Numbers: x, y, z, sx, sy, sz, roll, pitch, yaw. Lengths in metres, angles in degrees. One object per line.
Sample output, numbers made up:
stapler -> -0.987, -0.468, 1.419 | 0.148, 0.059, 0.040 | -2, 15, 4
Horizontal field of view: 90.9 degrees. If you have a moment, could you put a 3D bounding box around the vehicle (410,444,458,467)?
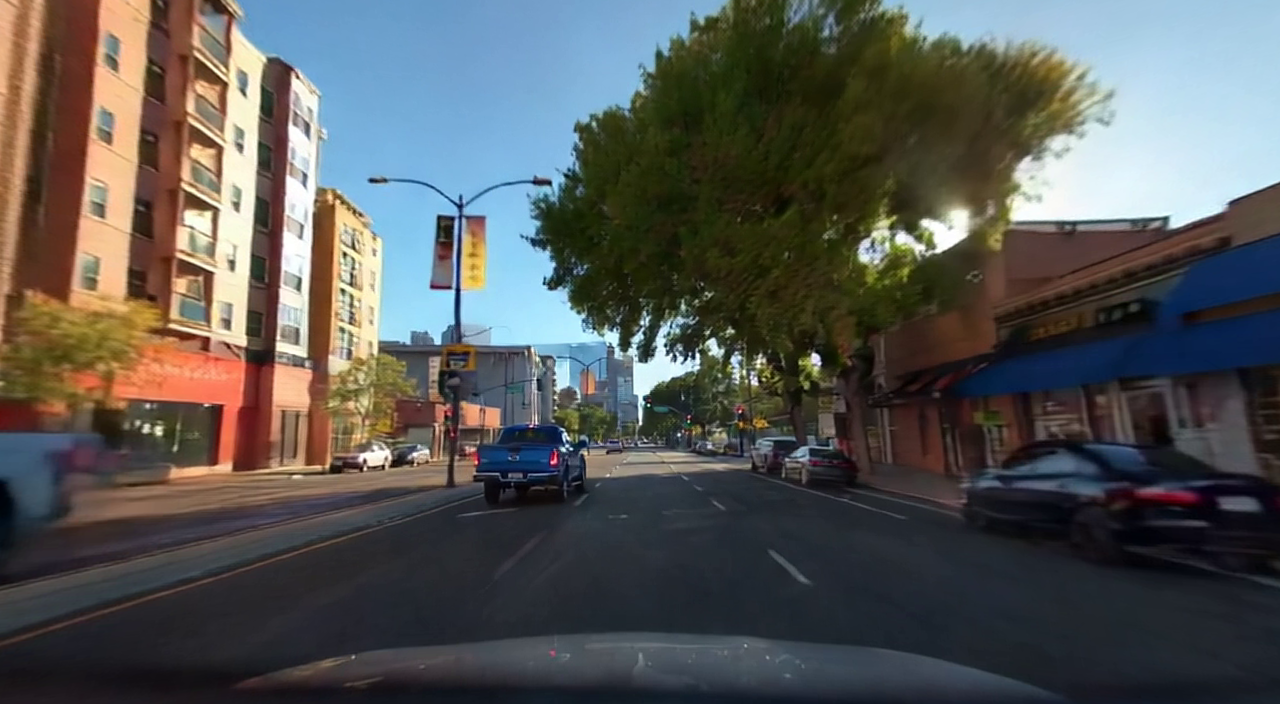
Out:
vehicle -> -15.701, 7.942, 48.364 | 2.100, 1.596, 4.739 | -2, -9, 0

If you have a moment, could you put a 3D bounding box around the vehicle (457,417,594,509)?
vehicle -> -2.433, 2.580, 15.072 | 2.197, 1.786, 5.365 | 0, -9, 1

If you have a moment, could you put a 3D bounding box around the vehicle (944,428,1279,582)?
vehicle -> 6.052, 1.824, 8.326 | 1.988, 1.514, 3.962 | 0, -9, -1

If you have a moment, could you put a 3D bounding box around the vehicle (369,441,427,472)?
vehicle -> -15.729, 6.780, 41.299 | 1.948, 1.827, 4.730 | -2, -8, 0

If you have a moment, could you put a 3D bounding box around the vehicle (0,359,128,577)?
vehicle -> -7.257, 0.862, 4.367 | 2.462, 2.027, 5.808 | 0, -9, 1

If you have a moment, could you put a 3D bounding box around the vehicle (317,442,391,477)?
vehicle -> -15.960, 5.995, 35.466 | 1.928, 1.824, 4.664 | 0, -9, 0

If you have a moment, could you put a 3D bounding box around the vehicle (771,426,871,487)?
vehicle -> 6.045, 3.579, 21.758 | 2.043, 1.841, 4.842 | 0, -9, 1
